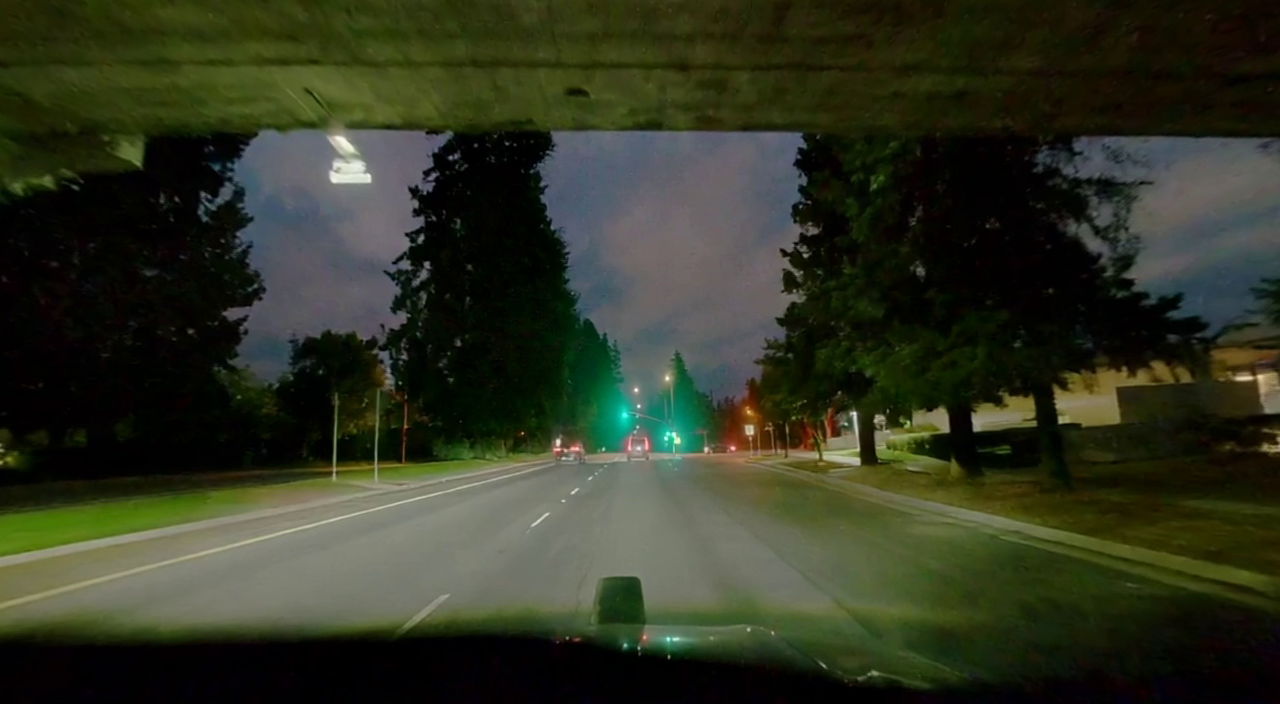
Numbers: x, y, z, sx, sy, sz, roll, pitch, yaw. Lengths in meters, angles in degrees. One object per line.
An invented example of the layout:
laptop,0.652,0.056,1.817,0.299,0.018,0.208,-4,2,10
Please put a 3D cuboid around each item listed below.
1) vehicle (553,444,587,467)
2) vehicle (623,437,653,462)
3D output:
vehicle,-4.478,6.676,40.833,1.674,1.408,4.141,0,-8,1
vehicle,-0.218,7.573,49.019,2.154,1.820,4.972,0,-8,-2
